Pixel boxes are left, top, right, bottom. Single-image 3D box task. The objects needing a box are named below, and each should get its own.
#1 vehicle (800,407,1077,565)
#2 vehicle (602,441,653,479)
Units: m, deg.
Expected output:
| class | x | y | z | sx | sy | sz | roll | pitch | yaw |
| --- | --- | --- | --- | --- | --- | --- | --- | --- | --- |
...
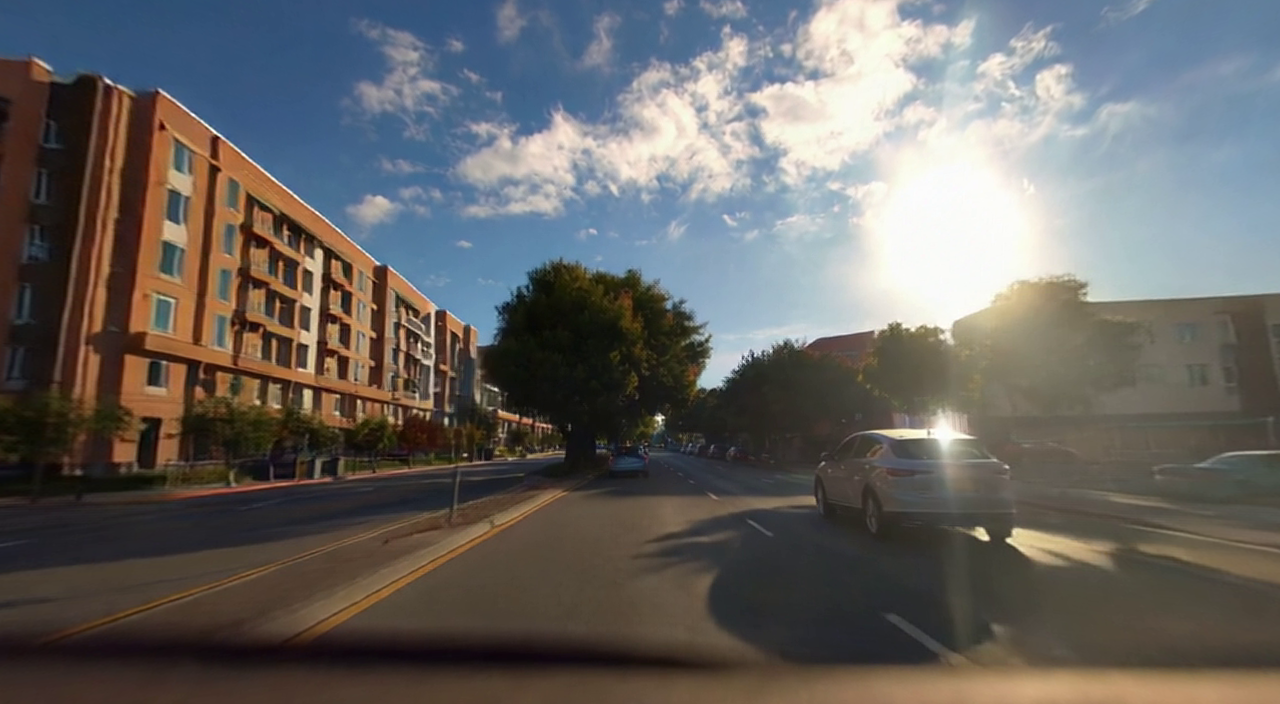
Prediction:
| class | x | y | z | sx | sy | sz | roll | pitch | yaw |
| --- | --- | --- | --- | --- | --- | --- | --- | --- | --- |
| vehicle | 3.810 | 1.783 | 9.048 | 1.949 | 1.723 | 4.020 | 0 | -9 | 0 |
| vehicle | -0.457 | 4.520 | 26.617 | 2.006 | 1.487 | 3.535 | 0 | -9 | 1 |
